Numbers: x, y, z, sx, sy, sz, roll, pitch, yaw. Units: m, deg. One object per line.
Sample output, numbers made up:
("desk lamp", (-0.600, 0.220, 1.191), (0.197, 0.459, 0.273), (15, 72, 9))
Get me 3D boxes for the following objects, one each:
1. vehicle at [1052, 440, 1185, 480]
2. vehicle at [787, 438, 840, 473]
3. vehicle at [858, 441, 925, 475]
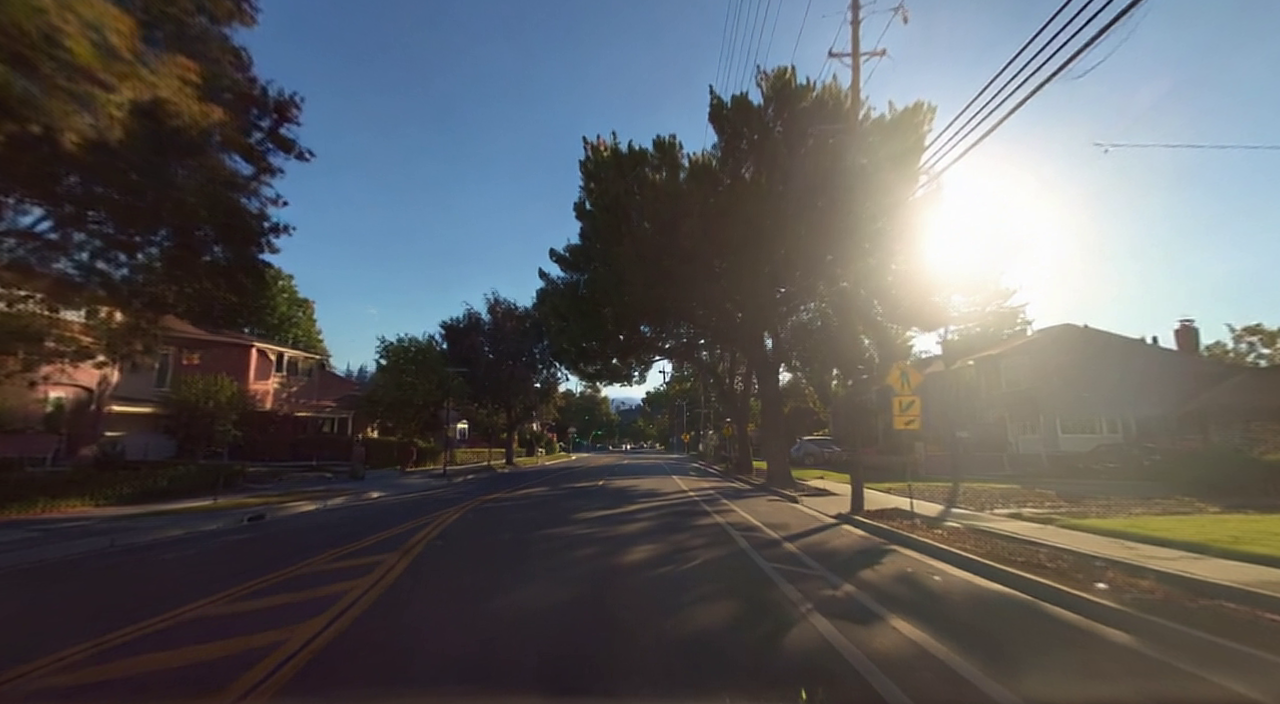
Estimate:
("vehicle", (21.141, 4.755, 27.969), (3.943, 1.664, 2.391), (0, -8, -1))
("vehicle", (10.379, 6.223, 38.035), (1.912, 1.953, 4.651), (0, -9, 0))
("vehicle", (13.648, 5.789, 34.443), (1.935, 1.683, 4.669), (0, -9, 3))
